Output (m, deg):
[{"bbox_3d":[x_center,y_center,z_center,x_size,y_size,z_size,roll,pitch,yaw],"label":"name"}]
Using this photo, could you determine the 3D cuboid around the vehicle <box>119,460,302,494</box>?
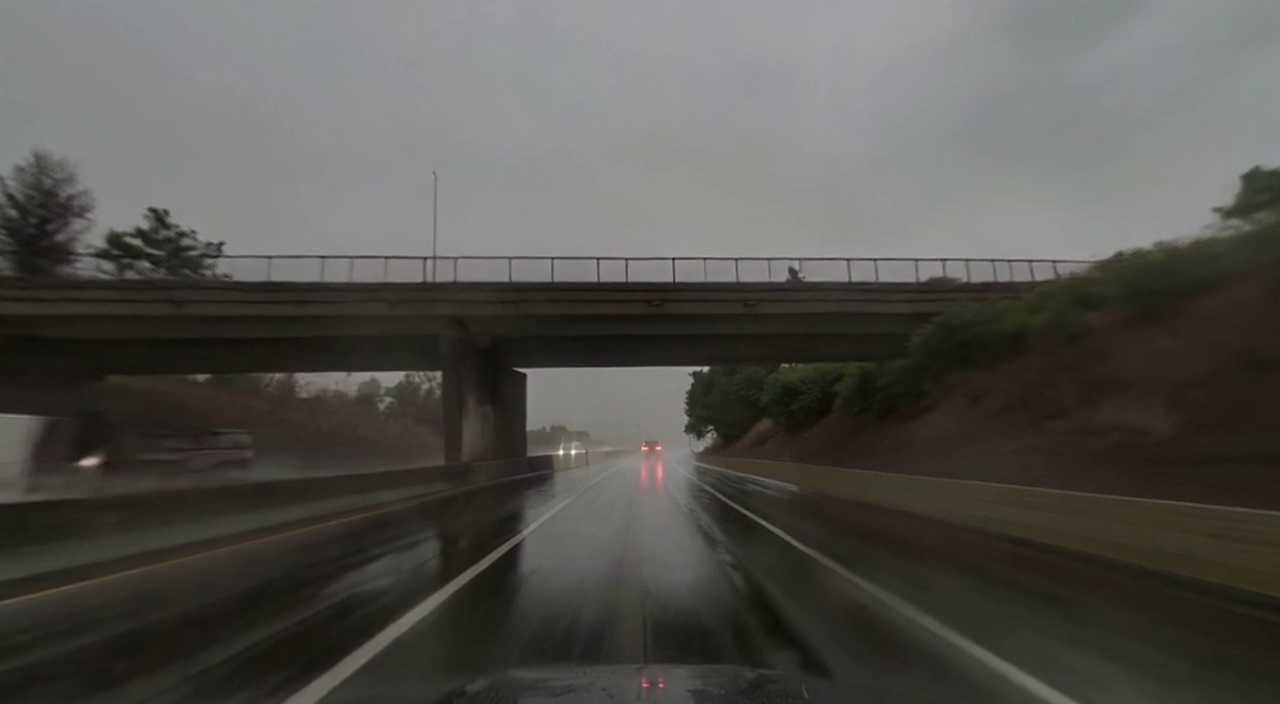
[{"bbox_3d":[-20.681,6.088,31.407,2.518,1.226,9.557,-1,-9,0],"label":"vehicle"}]

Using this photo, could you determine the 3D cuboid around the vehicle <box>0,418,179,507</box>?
[{"bbox_3d":[-20.679,3.924,22.785,2.550,2.690,7.180,0,-9,0],"label":"vehicle"}]
